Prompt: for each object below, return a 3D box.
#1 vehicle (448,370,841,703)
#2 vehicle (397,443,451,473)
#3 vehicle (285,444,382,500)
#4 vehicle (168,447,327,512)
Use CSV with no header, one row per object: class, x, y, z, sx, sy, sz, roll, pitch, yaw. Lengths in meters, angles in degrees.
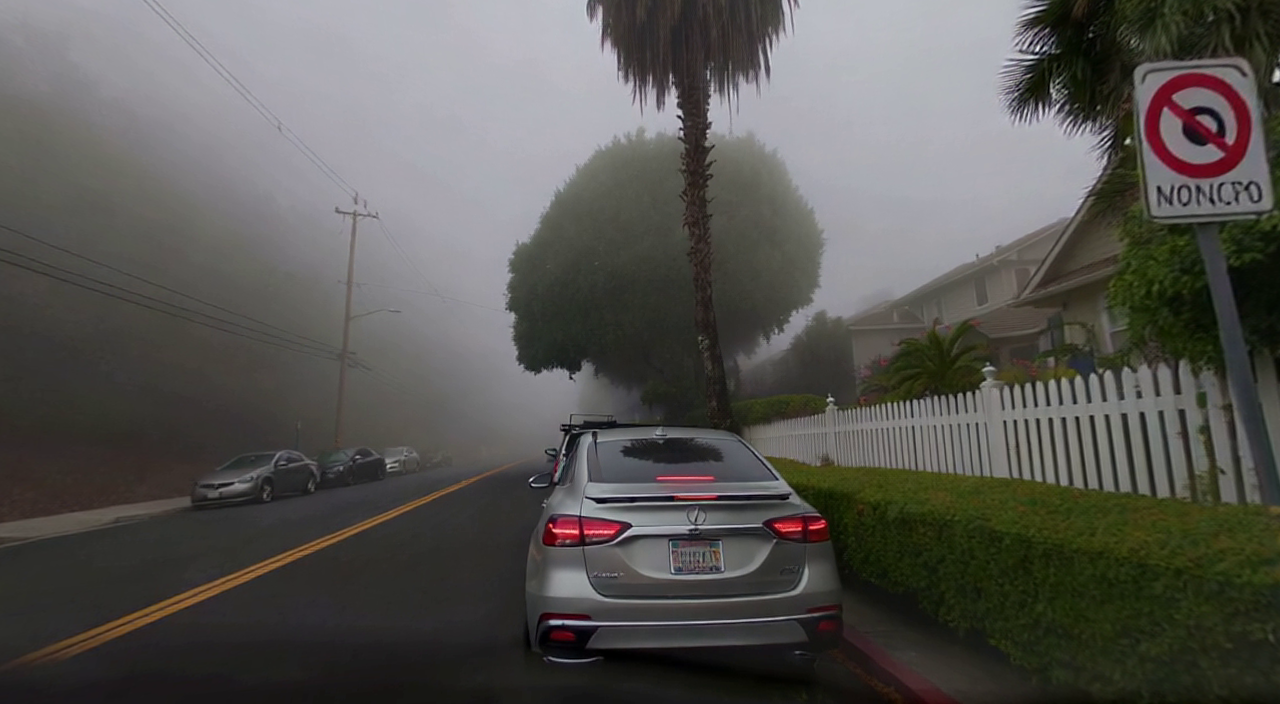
vehicle,-0.137,1.220,5.000,1.894,1.695,3.795,1,-8,-6
vehicle,-13.169,6.470,38.708,2.060,1.689,4.999,1,-8,-7
vehicle,-12.140,4.712,25.308,2.048,1.485,4.757,-4,-4,-8
vehicle,-11.392,3.661,18.797,2.017,1.627,5.039,1,-8,-7
